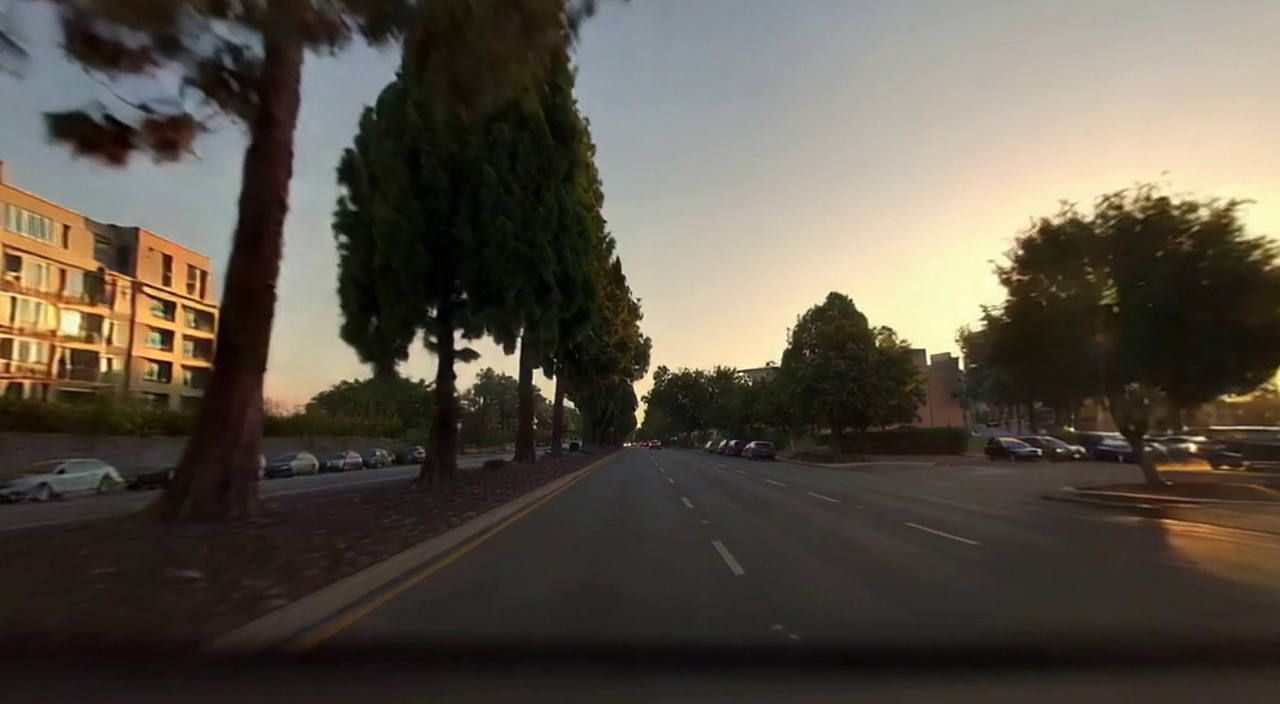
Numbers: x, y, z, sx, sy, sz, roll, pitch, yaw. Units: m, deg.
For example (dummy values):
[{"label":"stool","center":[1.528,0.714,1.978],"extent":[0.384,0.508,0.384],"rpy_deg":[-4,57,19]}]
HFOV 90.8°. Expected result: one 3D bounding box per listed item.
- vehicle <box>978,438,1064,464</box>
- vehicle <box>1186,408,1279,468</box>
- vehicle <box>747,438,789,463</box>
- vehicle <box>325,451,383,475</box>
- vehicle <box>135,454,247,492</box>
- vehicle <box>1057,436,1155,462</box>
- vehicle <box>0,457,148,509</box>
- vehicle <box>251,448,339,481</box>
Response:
[{"label":"vehicle","center":[24.033,6.251,39.871],"extent":[4.549,1.565,1.831],"rpy_deg":[2,-9,-13]},{"label":"vehicle","center":[31.120,4.296,31.280],"extent":[6.797,2.774,2.304],"rpy_deg":[2,-9,-12]},{"label":"vehicle","center":[9.518,7.360,47.272],"extent":[2.008,1.734,4.587],"rpy_deg":[0,-8,-3]},{"label":"vehicle","center":[-19.668,7.635,43.727],"extent":[2.074,1.429,4.645],"rpy_deg":[-2,-9,-3]},{"label":"vehicle","center":[-19.727,5.307,28.032],"extent":[1.959,1.459,4.150],"rpy_deg":[0,-8,-1]},{"label":"vehicle","center":[30.412,6.300,41.261],"extent":[5.245,1.609,2.167],"rpy_deg":[2,-9,-13]},{"label":"vehicle","center":[-19.730,4.436,21.626],"extent":[1.920,1.561,4.654],"rpy_deg":[-2,-10,2]},{"label":"vehicle","center":[-20.296,6.592,37.430],"extent":[2.012,1.636,4.997],"rpy_deg":[-3,-8,6]}]
